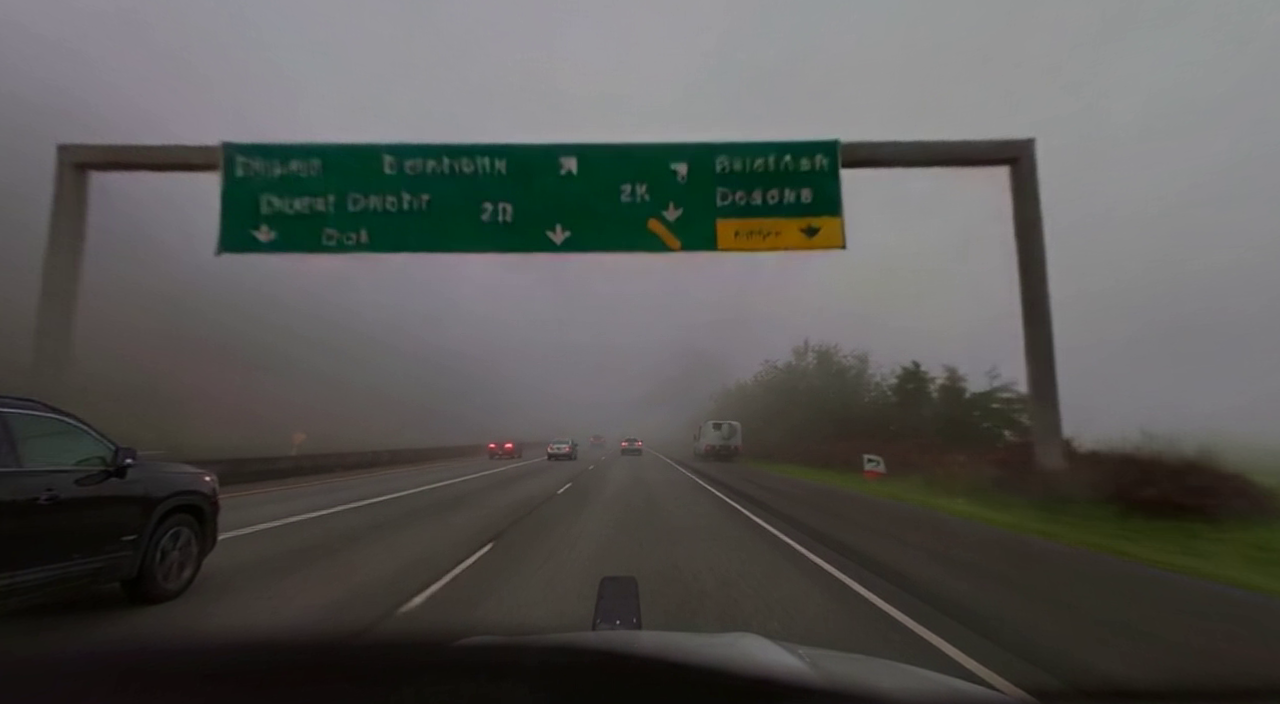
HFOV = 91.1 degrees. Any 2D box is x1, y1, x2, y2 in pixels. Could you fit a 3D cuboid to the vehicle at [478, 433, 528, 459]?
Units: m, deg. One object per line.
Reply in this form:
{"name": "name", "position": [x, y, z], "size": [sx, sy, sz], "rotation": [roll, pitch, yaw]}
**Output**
{"name": "vehicle", "position": [-8.388, 5.793, 38.953], "size": [1.953, 1.524, 4.863], "rotation": [0, -8, 0]}

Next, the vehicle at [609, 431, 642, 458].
{"name": "vehicle", "position": [-0.913, 5.850, 39.842], "size": [2.002, 1.611, 3.778], "rotation": [0, -8, -1]}

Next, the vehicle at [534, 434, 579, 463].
{"name": "vehicle", "position": [-4.464, 5.194, 34.183], "size": [1.909, 1.445, 4.087], "rotation": [0, -8, -1]}

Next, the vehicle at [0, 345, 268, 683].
{"name": "vehicle", "position": [-4.473, 0.919, 3.667], "size": [1.971, 1.822, 4.366], "rotation": [0, -8, -1]}
